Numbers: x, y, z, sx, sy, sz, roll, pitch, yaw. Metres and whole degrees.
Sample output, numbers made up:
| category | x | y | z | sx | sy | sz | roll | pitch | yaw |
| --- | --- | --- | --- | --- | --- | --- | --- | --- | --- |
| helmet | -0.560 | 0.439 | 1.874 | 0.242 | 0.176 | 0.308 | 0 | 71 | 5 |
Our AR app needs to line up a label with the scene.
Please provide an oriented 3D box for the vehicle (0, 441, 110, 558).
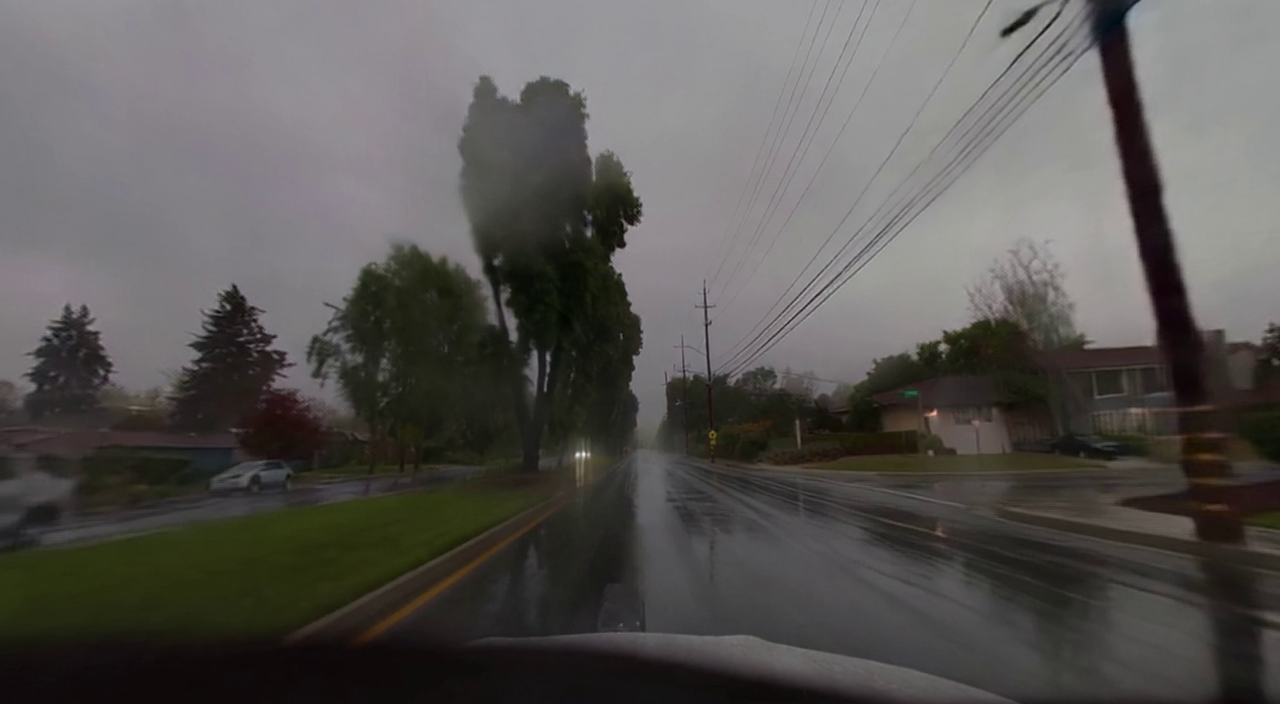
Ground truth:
| category | x | y | z | sx | sy | sz | roll | pitch | yaw |
| --- | --- | --- | --- | --- | --- | --- | --- | --- | --- |
| vehicle | -10.349 | 2.127 | 9.035 | 1.933 | 1.709 | 4.063 | 0 | -8 | 0 |

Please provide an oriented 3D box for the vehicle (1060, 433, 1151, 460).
| category | x | y | z | sx | sy | sz | roll | pitch | yaw |
| --- | --- | --- | --- | --- | --- | --- | --- | --- | --- |
| vehicle | 30.285 | 6.178 | 41.184 | 4.300 | 1.684 | 1.904 | 0 | -8 | 3 |

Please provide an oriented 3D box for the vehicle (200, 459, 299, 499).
| category | x | y | z | sx | sy | sz | roll | pitch | yaw |
| --- | --- | --- | --- | --- | --- | --- | --- | --- | --- |
| vehicle | -18.992 | 6.160 | 31.002 | 1.955 | 1.584 | 4.664 | -4 | -8 | 0 |
